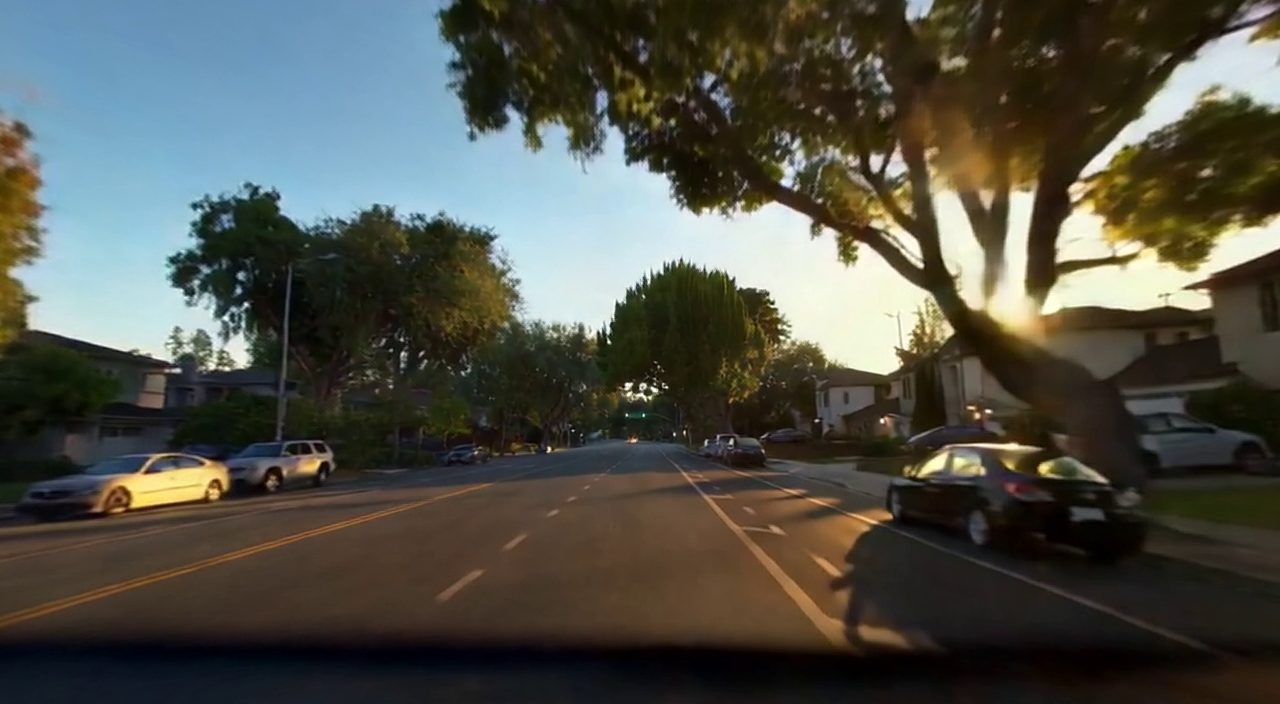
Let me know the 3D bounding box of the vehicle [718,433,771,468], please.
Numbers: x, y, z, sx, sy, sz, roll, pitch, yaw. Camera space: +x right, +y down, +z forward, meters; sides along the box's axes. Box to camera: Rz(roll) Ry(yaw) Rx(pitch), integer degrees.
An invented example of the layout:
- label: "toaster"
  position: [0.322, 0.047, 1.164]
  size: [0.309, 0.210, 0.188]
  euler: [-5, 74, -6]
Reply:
- label: "vehicle"
  position: [5.253, 5.005, 32.316]
  size: [1.885, 1.603, 5.235]
  euler: [0, -8, 1]

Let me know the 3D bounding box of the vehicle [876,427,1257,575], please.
- label: "vehicle"
  position: [5.079, 1.834, 8.452]
  size: [2.059, 1.449, 4.168]
  euler: [0, -9, -2]

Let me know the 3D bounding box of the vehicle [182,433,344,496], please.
- label: "vehicle"
  position: [-11.967, 3.587, 20.524]
  size: [2.228, 1.766, 4.770]
  euler: [0, -8, 1]

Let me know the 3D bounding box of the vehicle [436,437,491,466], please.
- label: "vehicle"
  position: [-11.469, 6.482, 41.203]
  size: [2.054, 1.704, 4.710]
  euler: [-3, -8, 2]

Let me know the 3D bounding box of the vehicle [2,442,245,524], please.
- label: "vehicle"
  position: [-12.008, 3.006, 15.215]
  size: [1.940, 1.496, 4.654]
  euler: [-2, -7, 0]
